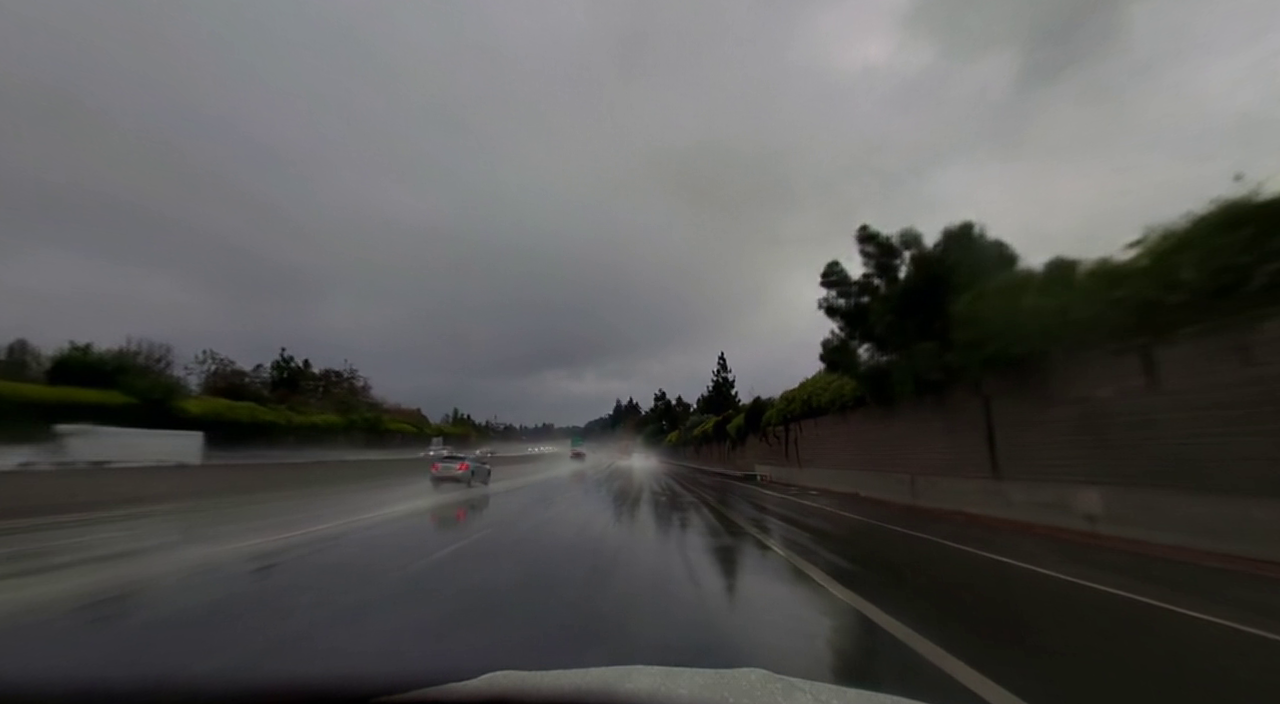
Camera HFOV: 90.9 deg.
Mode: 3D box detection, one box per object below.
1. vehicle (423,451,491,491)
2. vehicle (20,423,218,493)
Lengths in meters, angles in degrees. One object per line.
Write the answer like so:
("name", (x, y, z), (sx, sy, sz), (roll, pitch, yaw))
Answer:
("vehicle", (-7.587, 4.944, 26.487), (1.742, 1.494, 3.795), (0, -9, -1))
("vehicle", (-22.542, 4.654, 27.928), (2.674, 2.663, 7.006), (0, -9, 0))
